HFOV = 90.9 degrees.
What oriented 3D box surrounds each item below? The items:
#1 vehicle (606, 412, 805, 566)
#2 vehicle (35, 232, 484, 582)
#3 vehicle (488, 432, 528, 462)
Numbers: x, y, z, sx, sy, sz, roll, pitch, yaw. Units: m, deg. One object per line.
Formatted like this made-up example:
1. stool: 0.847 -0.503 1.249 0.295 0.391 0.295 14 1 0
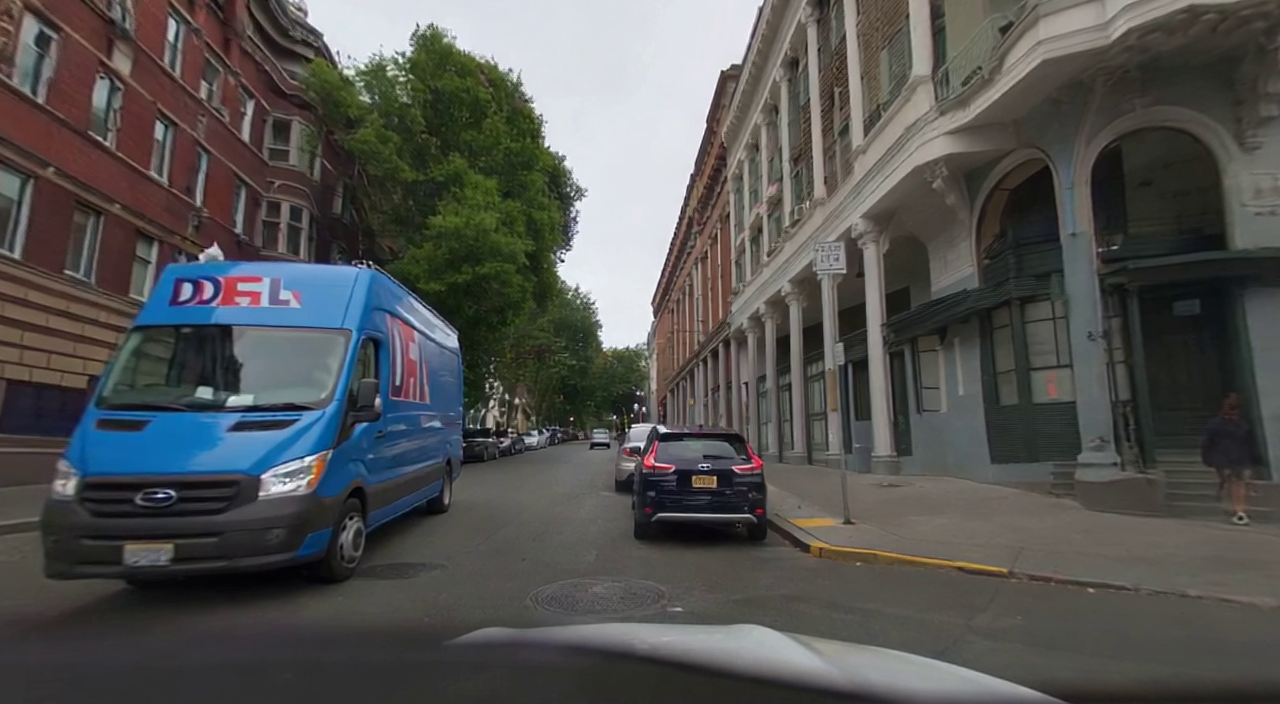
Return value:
1. vehicle: 0.529 1.657 8.569 1.925 1.481 4.653 1 -8 -3
2. vehicle: -4.106 0.916 9.059 2.558 3.014 7.101 0 -8 -5
3. vehicle: -8.159 5.908 39.288 1.809 1.469 4.148 2 -4 -3
